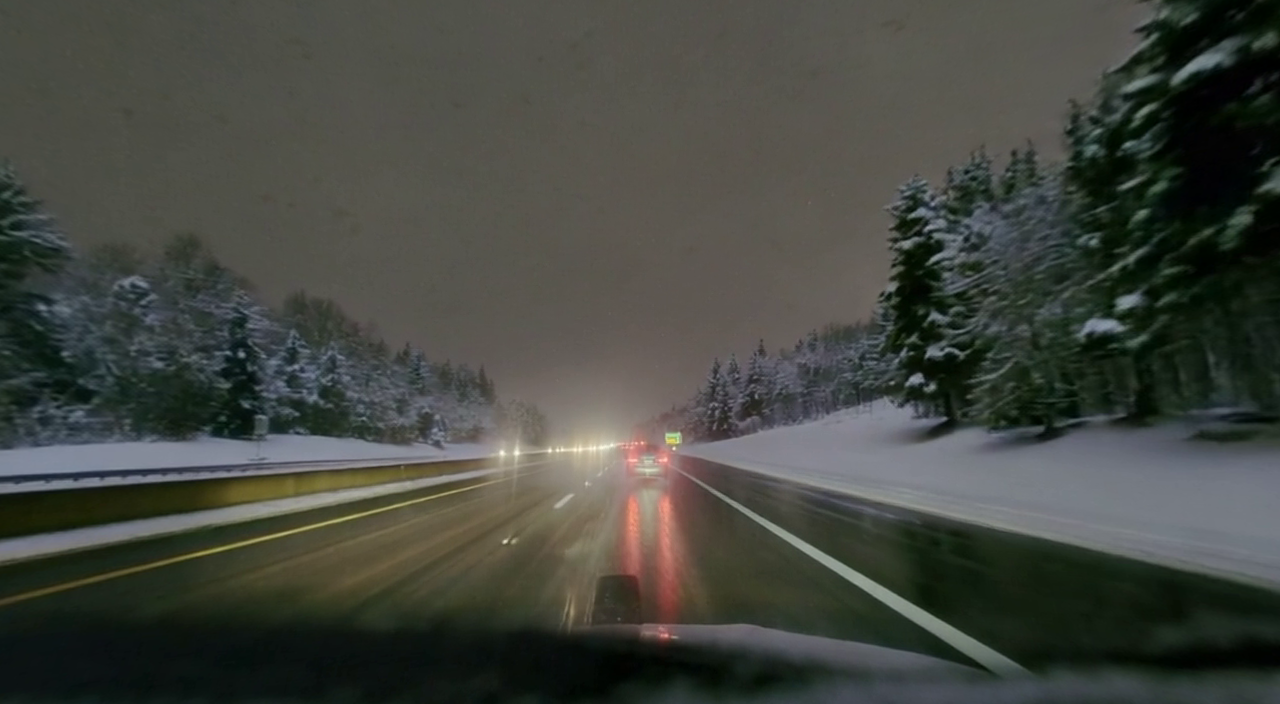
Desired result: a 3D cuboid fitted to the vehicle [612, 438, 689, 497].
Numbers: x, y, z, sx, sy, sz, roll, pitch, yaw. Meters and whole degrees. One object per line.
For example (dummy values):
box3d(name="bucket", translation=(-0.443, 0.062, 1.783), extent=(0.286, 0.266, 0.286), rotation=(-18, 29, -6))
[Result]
box3d(name="vehicle", translation=(0.187, 3.400, 18.825), extent=(2.021, 1.533, 4.014), rotation=(0, -9, -3))
